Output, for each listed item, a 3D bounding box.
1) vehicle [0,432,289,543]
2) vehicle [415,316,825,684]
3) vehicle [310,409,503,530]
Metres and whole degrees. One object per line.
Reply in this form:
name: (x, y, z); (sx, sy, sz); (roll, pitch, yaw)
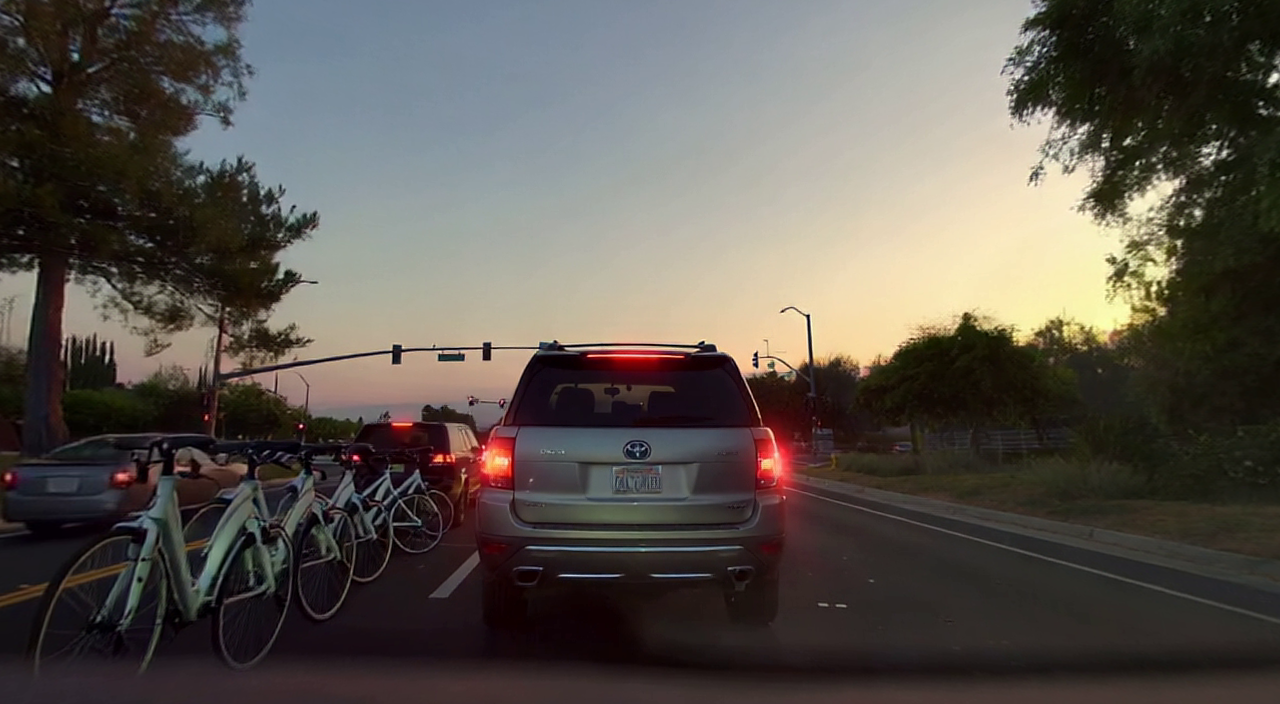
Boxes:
vehicle: (-8.286, 2.180, 10.945); (2.026, 1.479, 4.712); (1, -8, -5)
vehicle: (-0.254, 1.160, 6.006); (2.333, 2.087, 4.586); (1, -8, -4)
vehicle: (-4.223, 2.226, 12.609); (2.337, 1.858, 5.409); (1, -9, -7)
